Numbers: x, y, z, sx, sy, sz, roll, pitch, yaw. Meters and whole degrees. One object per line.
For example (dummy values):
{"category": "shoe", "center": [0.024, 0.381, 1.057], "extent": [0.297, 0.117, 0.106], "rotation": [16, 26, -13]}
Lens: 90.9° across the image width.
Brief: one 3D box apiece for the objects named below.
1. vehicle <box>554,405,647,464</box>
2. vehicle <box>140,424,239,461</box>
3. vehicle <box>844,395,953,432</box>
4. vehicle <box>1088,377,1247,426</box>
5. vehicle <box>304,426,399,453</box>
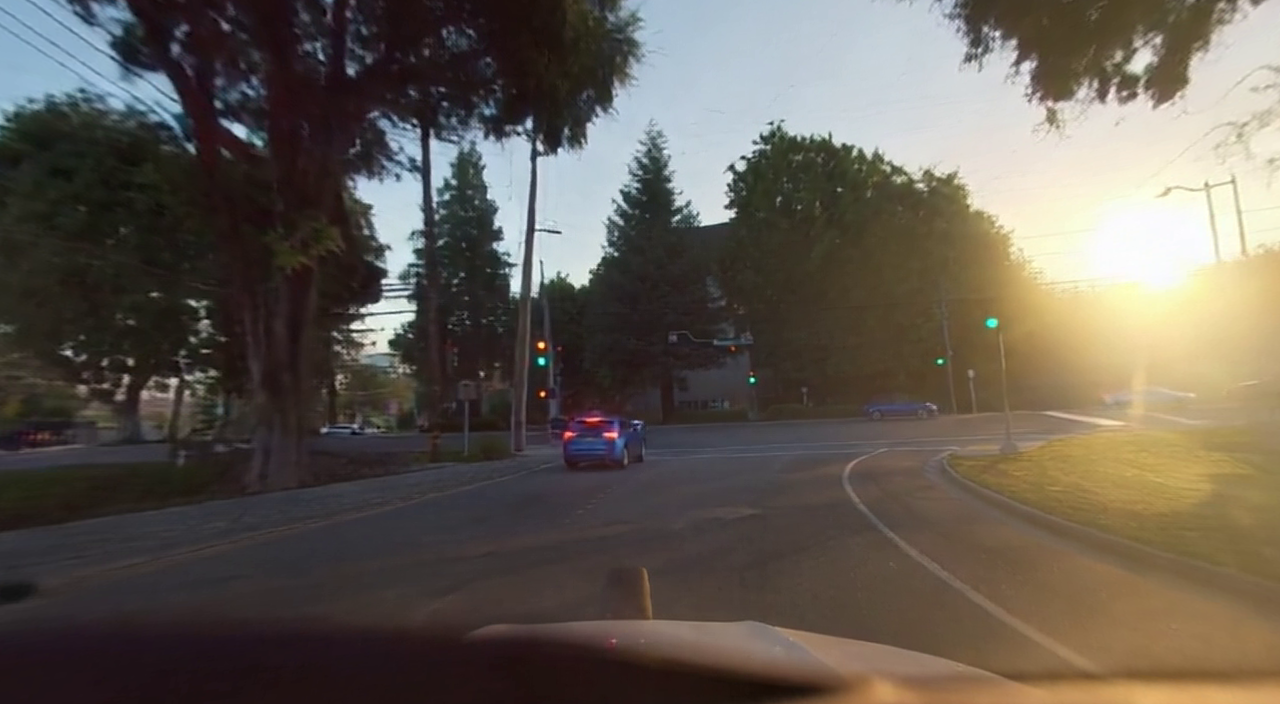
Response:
{"category": "vehicle", "center": [-1.162, 2.829, 21.268], "extent": [1.928, 1.726, 4.704], "rotation": [-2, -9, 12]}
{"category": "vehicle", "center": [-27.737, 5.547, 38.828], "extent": [4.928, 1.843, 2.055], "rotation": [-4, -2, 10]}
{"category": "vehicle", "center": [12.659, 3.067, 31.171], "extent": [4.636, 1.668, 1.935], "rotation": [-2, -8, 12]}
{"category": "vehicle", "center": [23.816, 2.320, 28.685], "extent": [4.950, 2.022, 2.221], "rotation": [-2, -8, 11]}
{"category": "vehicle", "center": [-16.729, 5.064, 36.602], "extent": [4.610, 1.476, 2.021], "rotation": [-2, -8, 10]}
